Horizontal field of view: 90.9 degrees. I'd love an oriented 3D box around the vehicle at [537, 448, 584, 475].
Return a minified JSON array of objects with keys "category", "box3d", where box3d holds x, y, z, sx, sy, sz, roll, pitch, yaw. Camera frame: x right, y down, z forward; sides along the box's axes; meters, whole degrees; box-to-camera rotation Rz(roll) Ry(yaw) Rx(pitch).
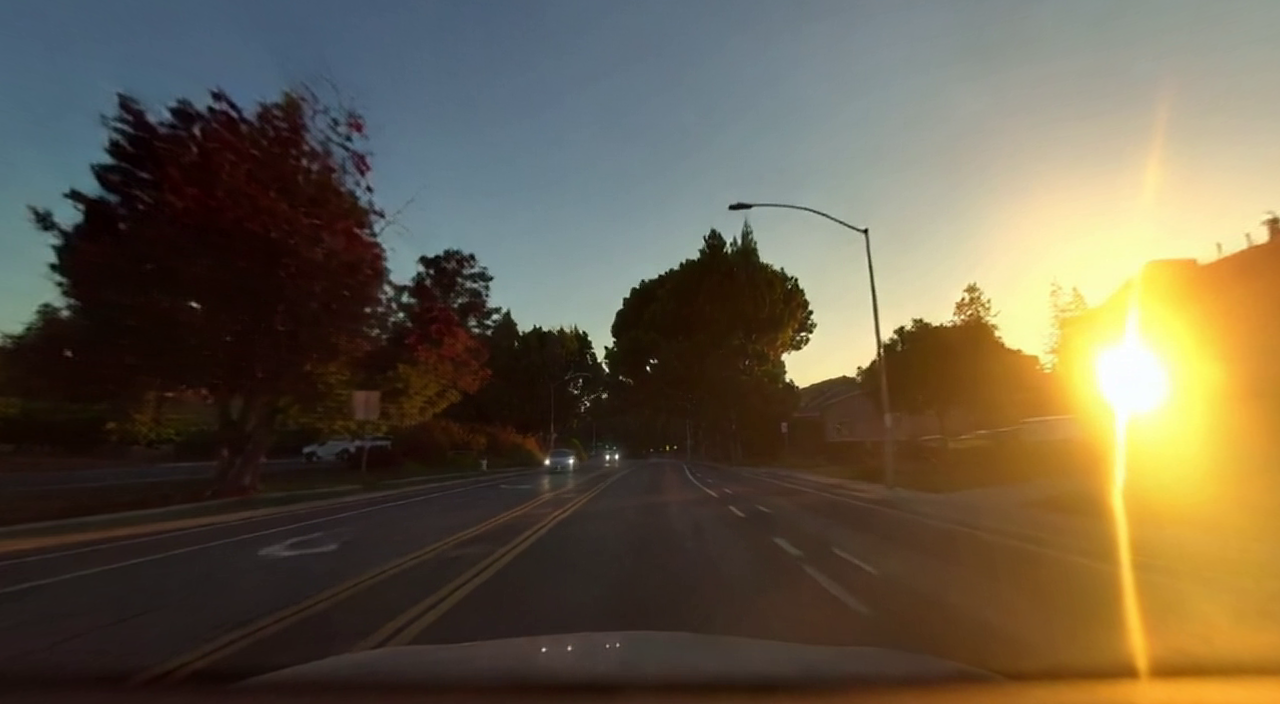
[{"category":"vehicle","box3d":[-4.771,6.648,38.623,2.133,1.508,4.535,-1,-8,2]}]
